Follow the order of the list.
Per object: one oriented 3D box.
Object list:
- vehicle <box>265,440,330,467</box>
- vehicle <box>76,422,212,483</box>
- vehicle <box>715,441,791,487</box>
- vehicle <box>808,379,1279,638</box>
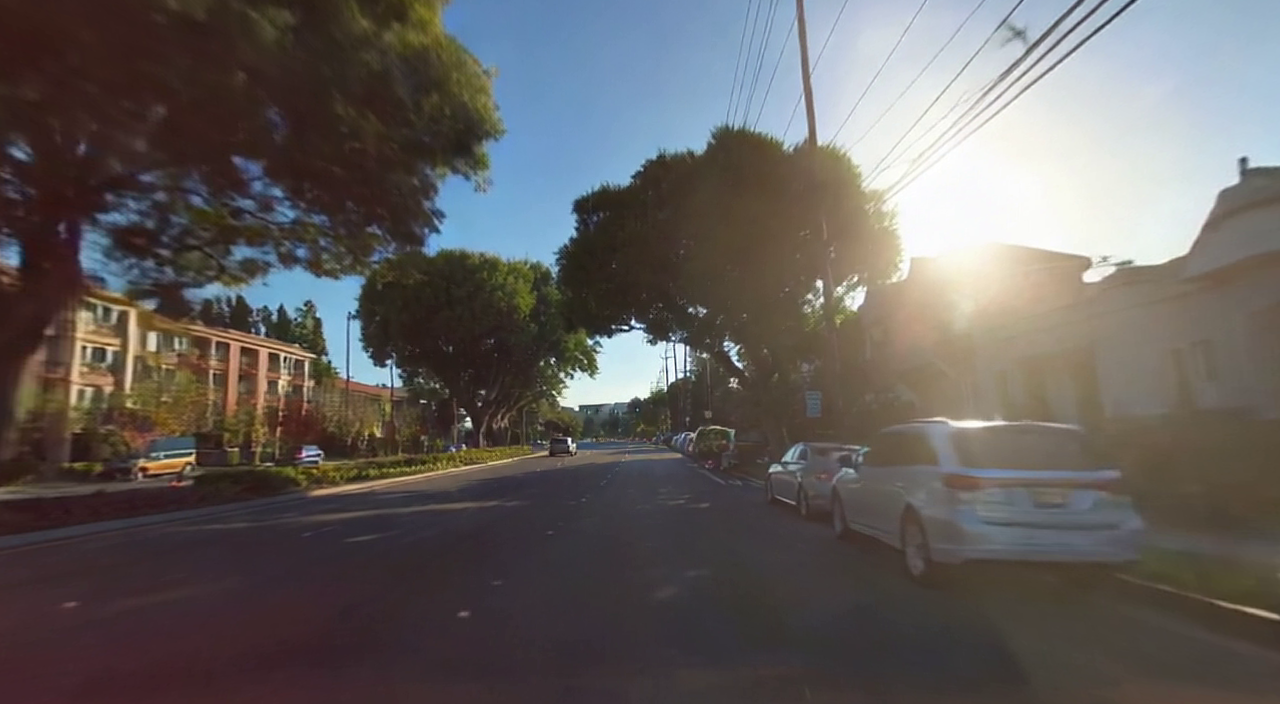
[{"bbox_3d":[-25.419,7.552,47.019,2.052,1.862,4.816,0,-8,1],"label":"vehicle"},{"bbox_3d":[-25.725,5.251,33.113,2.223,2.895,5.824,0,-8,1],"label":"vehicle"},{"bbox_3d":[3.503,3.513,20.020,1.869,1.325,2.994,0,-8,1],"label":"vehicle"},{"bbox_3d":[3.526,1.454,6.970,2.188,1.810,4.883,0,-8,3],"label":"vehicle"}]
